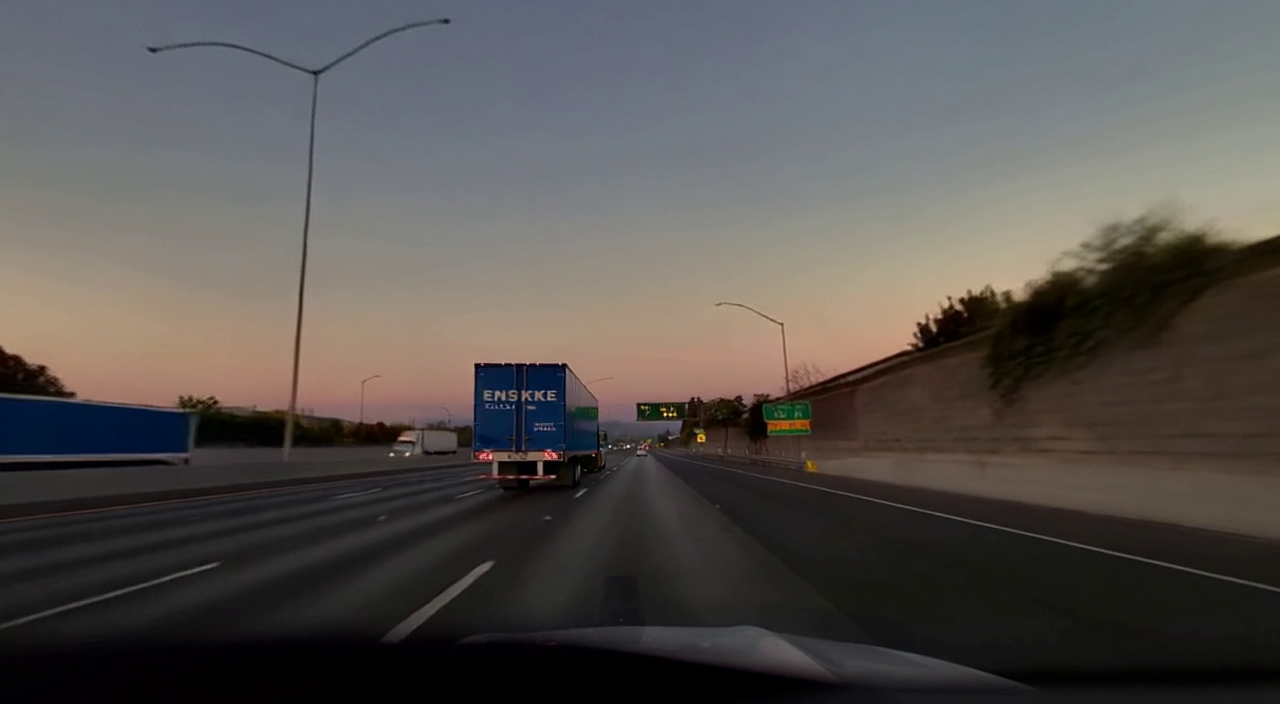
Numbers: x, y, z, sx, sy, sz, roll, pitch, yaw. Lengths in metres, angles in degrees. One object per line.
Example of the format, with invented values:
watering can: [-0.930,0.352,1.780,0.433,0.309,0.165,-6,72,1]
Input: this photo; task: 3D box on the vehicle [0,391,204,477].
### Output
vehicle: [-31.610,4.659,34.853,2.898,4.019,16.896,0,-9,0]

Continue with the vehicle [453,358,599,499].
vehicle: [-3.566,2.964,23.306,3.059,3.956,11.036,0,-9,1]
